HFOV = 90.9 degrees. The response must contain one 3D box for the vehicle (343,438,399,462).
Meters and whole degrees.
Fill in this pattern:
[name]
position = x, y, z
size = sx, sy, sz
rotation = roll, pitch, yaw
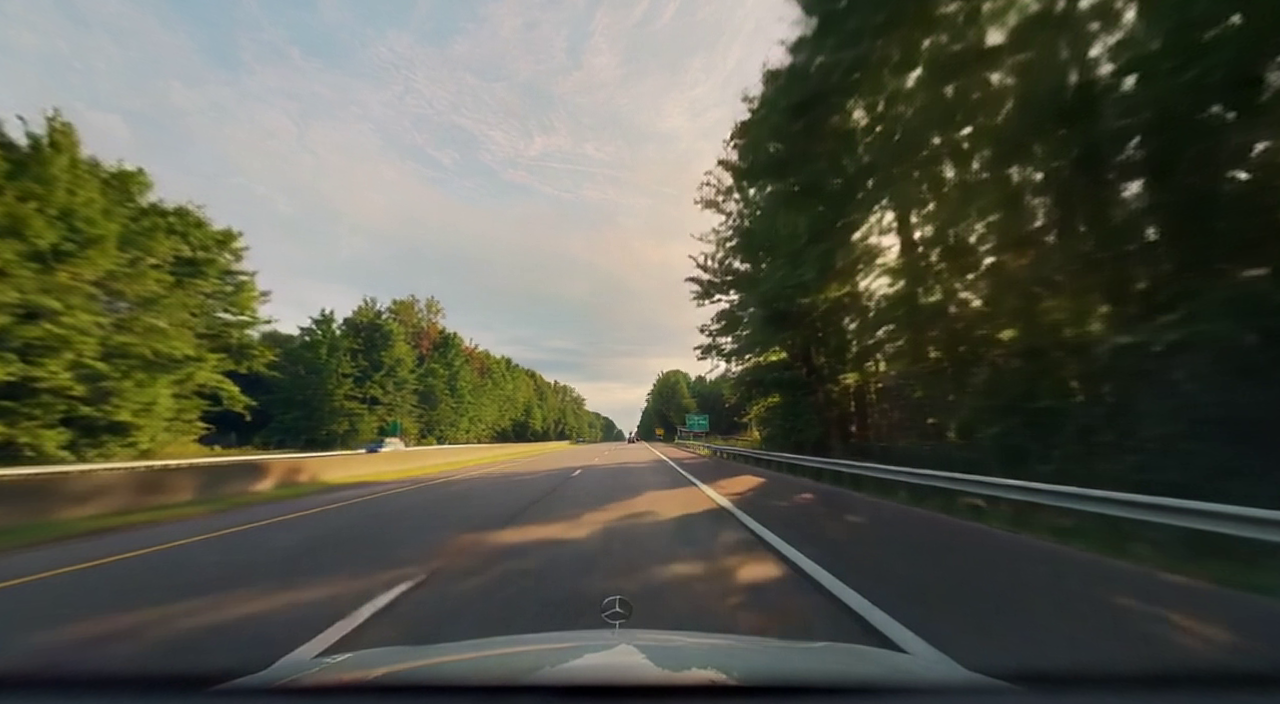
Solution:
[vehicle]
position = -17.662, 6.414, 41.553
size = 1.904, 1.469, 4.186
rotation = 0, -8, -1
